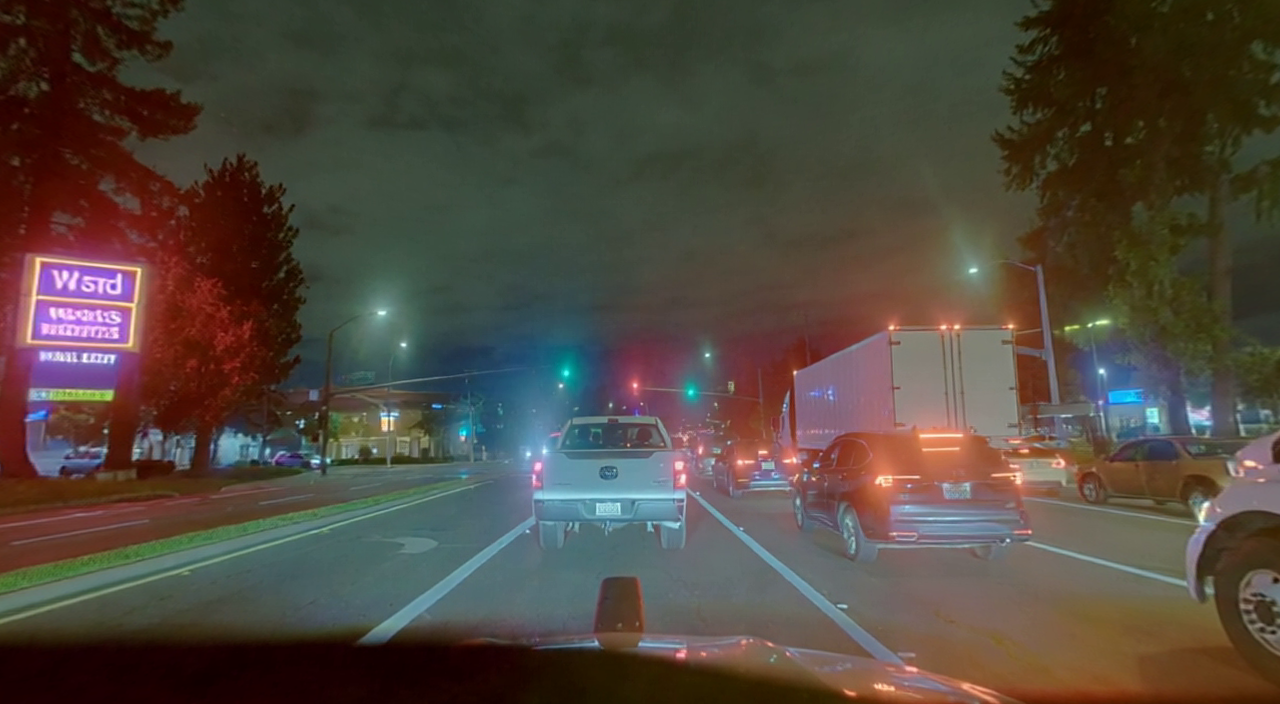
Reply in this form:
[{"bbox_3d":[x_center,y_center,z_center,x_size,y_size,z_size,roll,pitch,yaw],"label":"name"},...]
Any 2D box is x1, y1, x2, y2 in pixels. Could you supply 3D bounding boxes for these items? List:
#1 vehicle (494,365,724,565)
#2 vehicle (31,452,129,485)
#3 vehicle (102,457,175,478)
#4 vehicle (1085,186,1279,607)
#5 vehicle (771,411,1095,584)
[{"bbox_3d":[-0.365,1.615,9.561,2.499,2.183,5.111,0,-9,-1],"label":"vehicle"},{"bbox_3d":[-28.556,5.908,32.377,1.730,1.534,3.922,1,-9,-8],"label":"vehicle"},{"bbox_3d":[-38.156,8.783,48.120,4.150,1.474,1.826,-1,-9,6],"label":"vehicle"},{"bbox_3d":[6.523,0.090,3.307,2.802,3.322,7.429,0,-9,0],"label":"vehicle"},{"bbox_3d":[3.241,1.731,8.417,1.905,1.587,4.998,0,-9,0],"label":"vehicle"}]
